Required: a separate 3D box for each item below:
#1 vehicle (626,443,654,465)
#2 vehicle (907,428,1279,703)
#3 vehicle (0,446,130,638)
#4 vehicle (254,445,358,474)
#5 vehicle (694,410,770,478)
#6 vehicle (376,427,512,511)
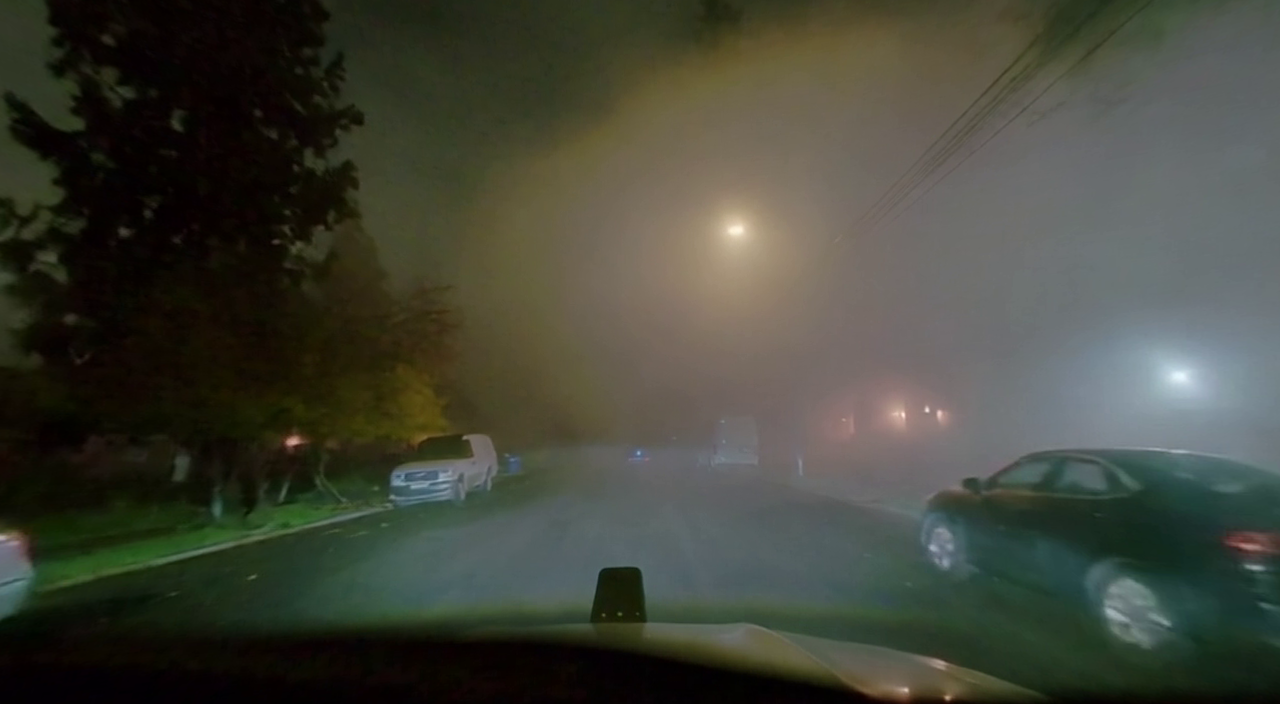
[{"bbox_3d":[-0.003,7.790,48.420,2.062,1.509,4.305,0,-8,0],"label":"vehicle"},{"bbox_3d":[4.040,1.331,4.856,1.879,1.395,4.374,0,-8,-3],"label":"vehicle"},{"bbox_3d":[-5.983,1.354,3.274,2.094,1.433,5.740,-3,-7,-2],"label":"vehicle"},{"bbox_3d":[-19.968,6.419,37.982,5.310,1.547,1.820,3,-9,-26],"label":"vehicle"},{"bbox_3d":[4.068,4.238,29.127,2.384,2.791,5.899,0,-8,-2],"label":"vehicle"},{"bbox_3d":[-5.895,3.497,19.966,2.284,2.119,5.984,-3,-7,1],"label":"vehicle"}]
